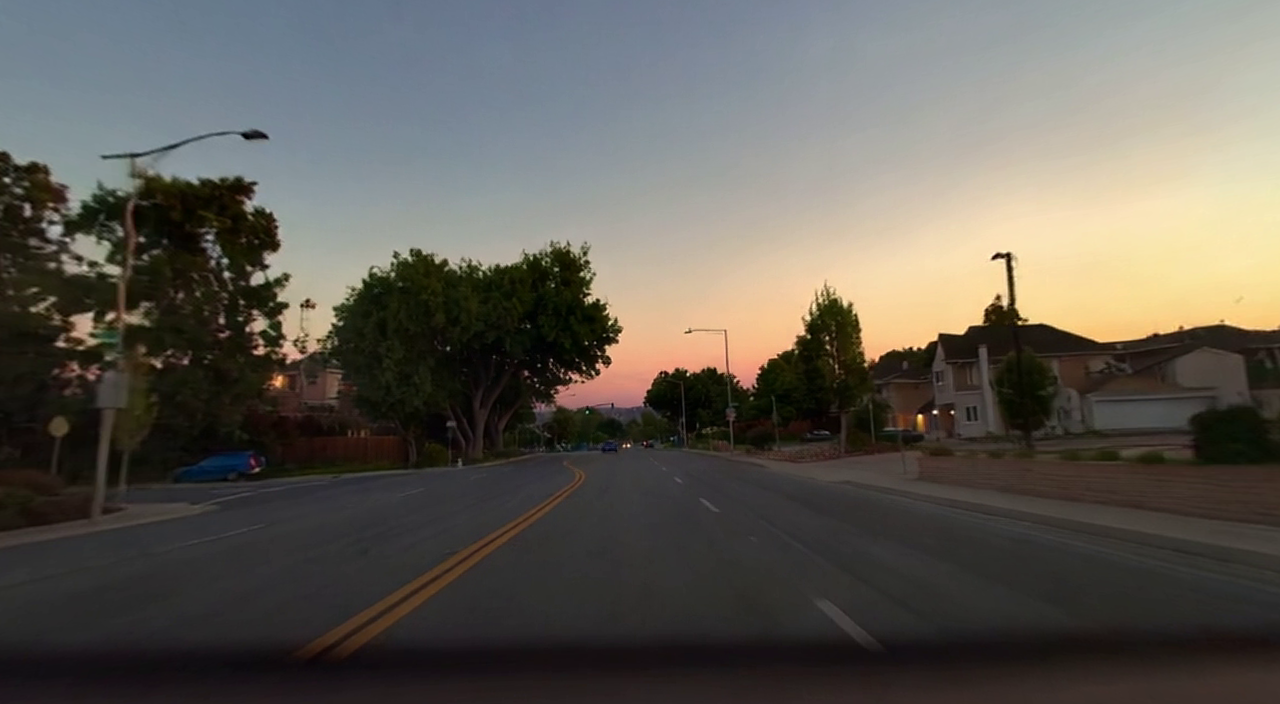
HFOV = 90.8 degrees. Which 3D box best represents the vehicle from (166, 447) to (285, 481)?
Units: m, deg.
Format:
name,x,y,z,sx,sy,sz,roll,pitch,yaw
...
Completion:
name,x,y,z,sx,sy,sz,roll,pitch,yaw
vehicle,-25.930,6.957,39.763,2.239,1.961,5.660,-6,-10,33
